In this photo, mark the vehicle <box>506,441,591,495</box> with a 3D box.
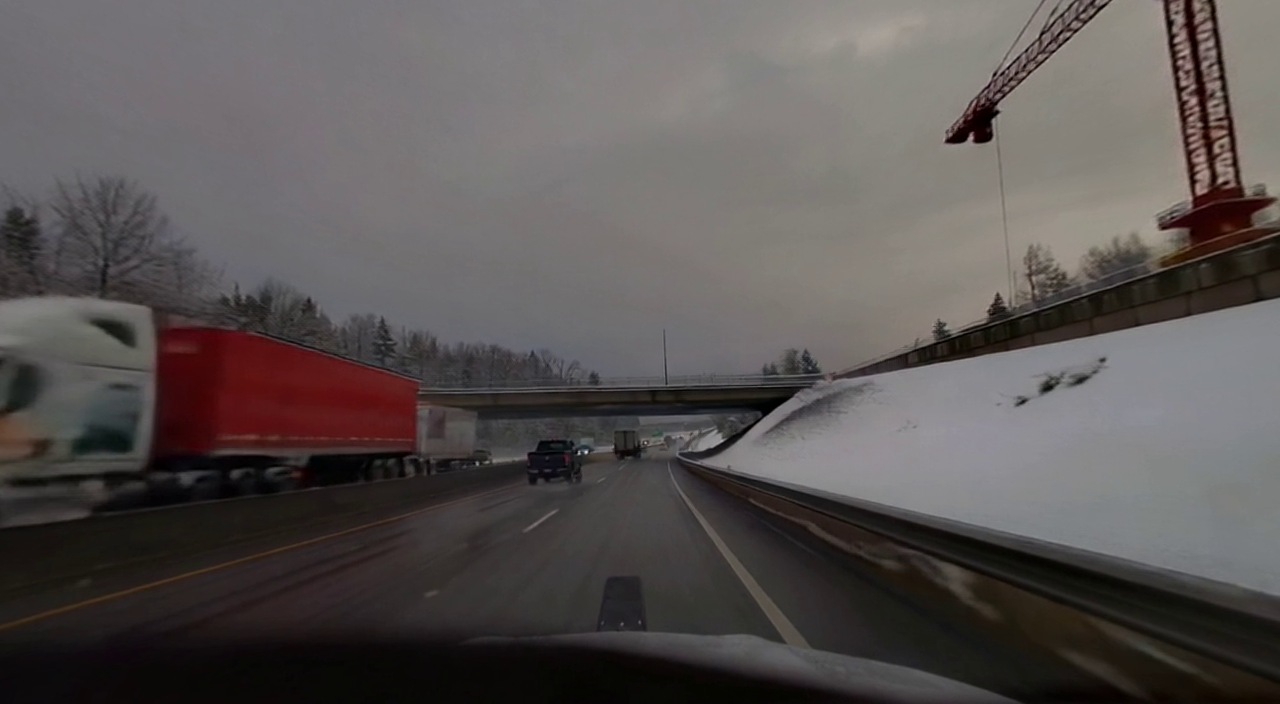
[{"bbox_3d":[-2.989,3.905,21.534,2.194,1.648,3.984,0,-9,2],"label":"vehicle"}]

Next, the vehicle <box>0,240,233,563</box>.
[{"bbox_3d":[-9.657,0.809,9.071,3.436,3.972,5.728,0,-9,2],"label":"vehicle"}]
